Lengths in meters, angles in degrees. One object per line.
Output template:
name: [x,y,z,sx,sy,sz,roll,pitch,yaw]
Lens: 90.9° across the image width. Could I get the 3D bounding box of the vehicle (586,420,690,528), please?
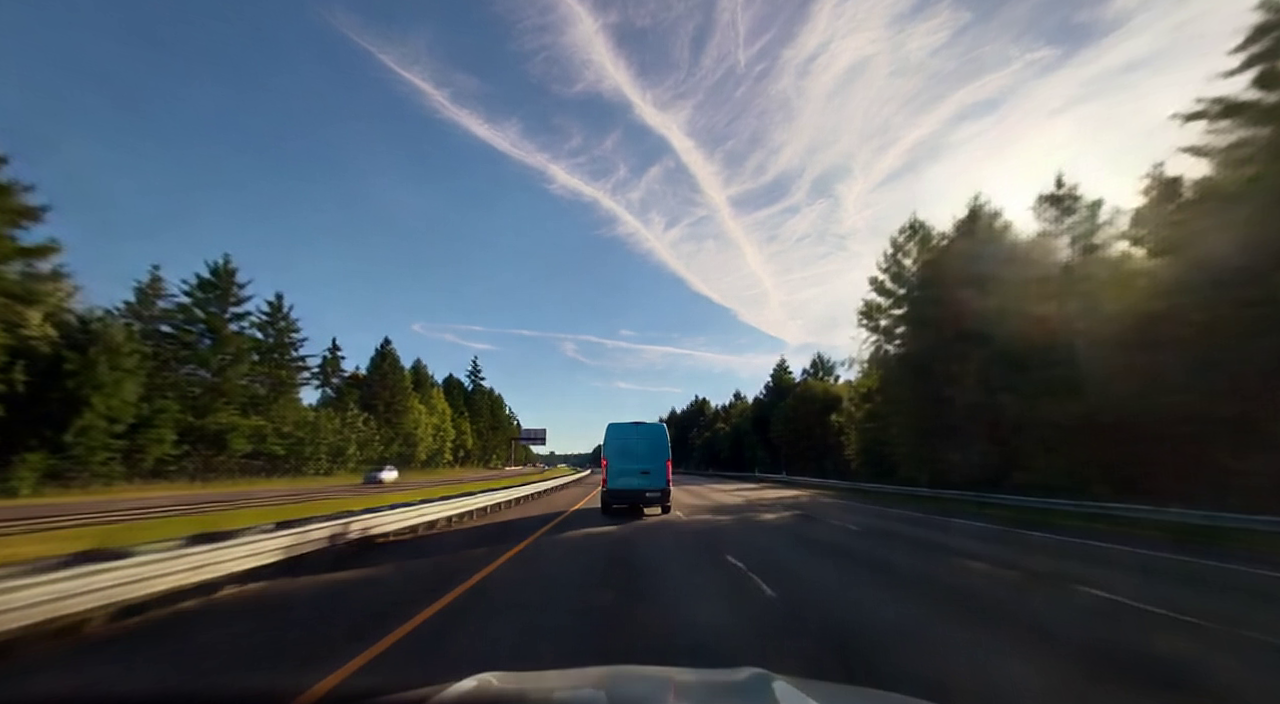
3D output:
vehicle: [-0.151,3.381,17.674,2.375,2.432,6.161,1,-10,-2]
